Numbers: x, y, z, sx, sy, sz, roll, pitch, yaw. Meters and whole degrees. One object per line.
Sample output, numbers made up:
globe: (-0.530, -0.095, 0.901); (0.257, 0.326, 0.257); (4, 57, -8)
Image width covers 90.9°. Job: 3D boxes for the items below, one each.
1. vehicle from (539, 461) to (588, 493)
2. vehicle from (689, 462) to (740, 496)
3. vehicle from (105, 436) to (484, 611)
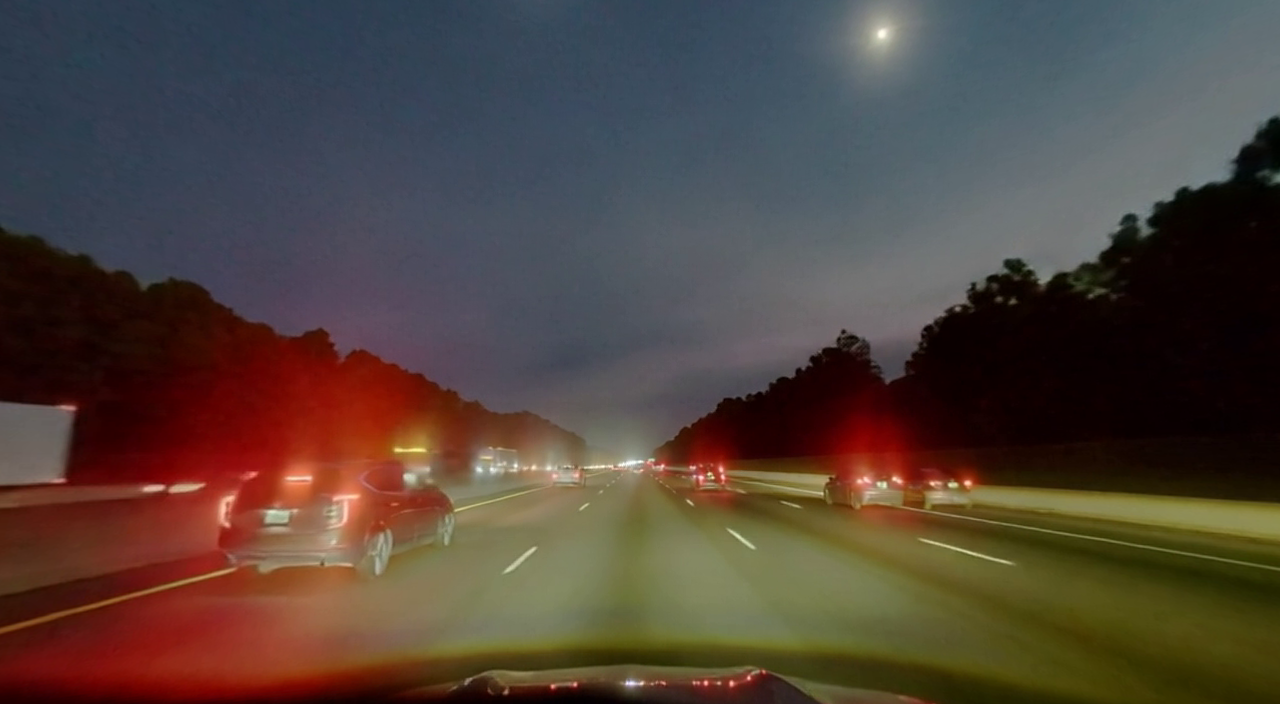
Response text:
vehicle: (-3.781, 6.309, 31.866); (2.000, 1.484, 3.995); (1, -11, -1)
vehicle: (3.620, 6.309, 31.471); (1.981, 1.516, 4.109); (1, -11, -1)
vehicle: (-3.576, 1.922, 7.885); (2.004, 1.468, 4.812); (1, -11, 0)
